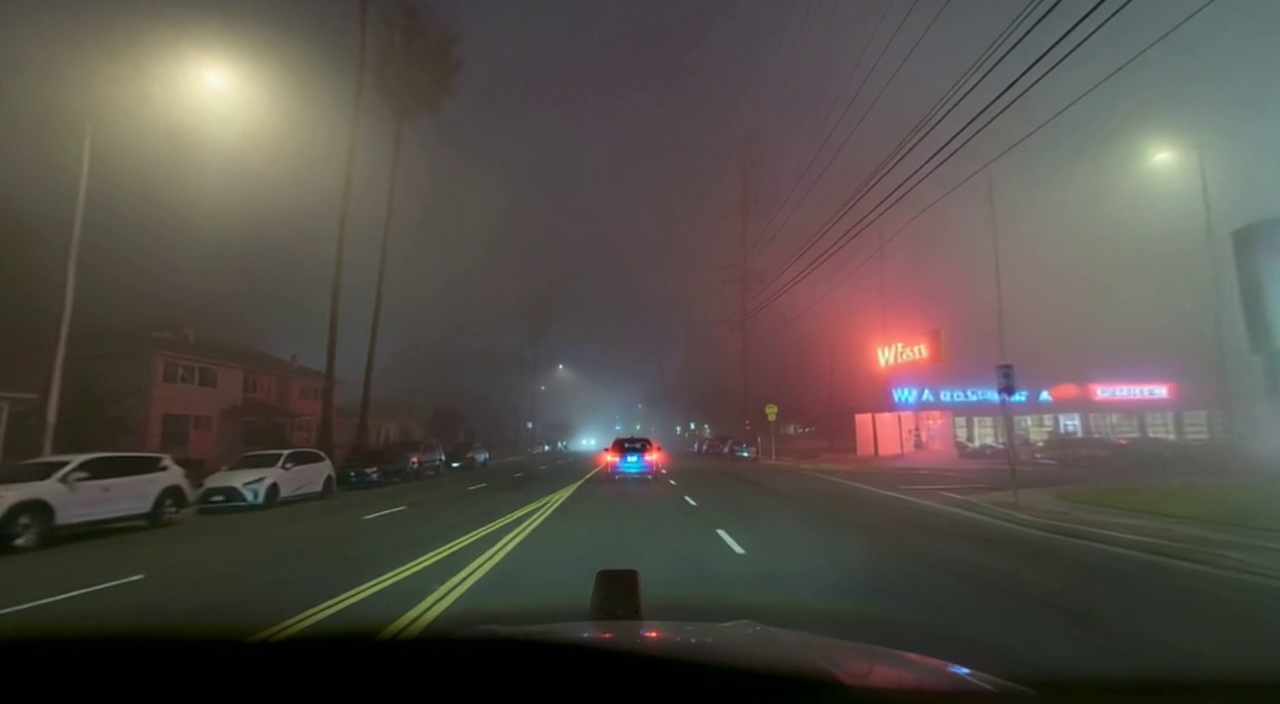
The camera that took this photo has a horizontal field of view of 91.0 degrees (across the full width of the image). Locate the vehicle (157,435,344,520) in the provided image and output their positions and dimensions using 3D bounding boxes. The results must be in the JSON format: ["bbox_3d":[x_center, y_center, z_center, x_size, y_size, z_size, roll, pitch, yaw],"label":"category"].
[{"bbox_3d":[-10.164,3.236,17.023,1.992,1.744,4.896,-1,-6,-1],"label":"vehicle"}]

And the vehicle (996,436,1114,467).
[{"bbox_3d":[20.748,4.984,31.602,4.488,1.470,1.994,0,-9,-2],"label":"vehicle"}]

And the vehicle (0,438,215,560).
[{"bbox_3d":[-10.106,2.396,11.024,2.075,1.693,4.696,0,-8,-1],"label":"vehicle"}]

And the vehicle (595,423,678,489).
[{"bbox_3d":[-0.167,3.174,19.504,2.264,1.798,4.563,0,-8,-2],"label":"vehicle"}]

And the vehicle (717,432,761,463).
[{"bbox_3d":[6.039,5.916,38.896,2.005,1.775,4.324,0,-8,0],"label":"vehicle"}]

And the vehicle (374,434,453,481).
[{"bbox_3d":[-10.043,4.706,28.268,1.958,1.937,4.114,0,-8,1],"label":"vehicle"}]

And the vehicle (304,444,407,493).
[{"bbox_3d":[-10.075,4.112,22.638,1.812,1.578,4.037,0,-8,0],"label":"vehicle"}]
